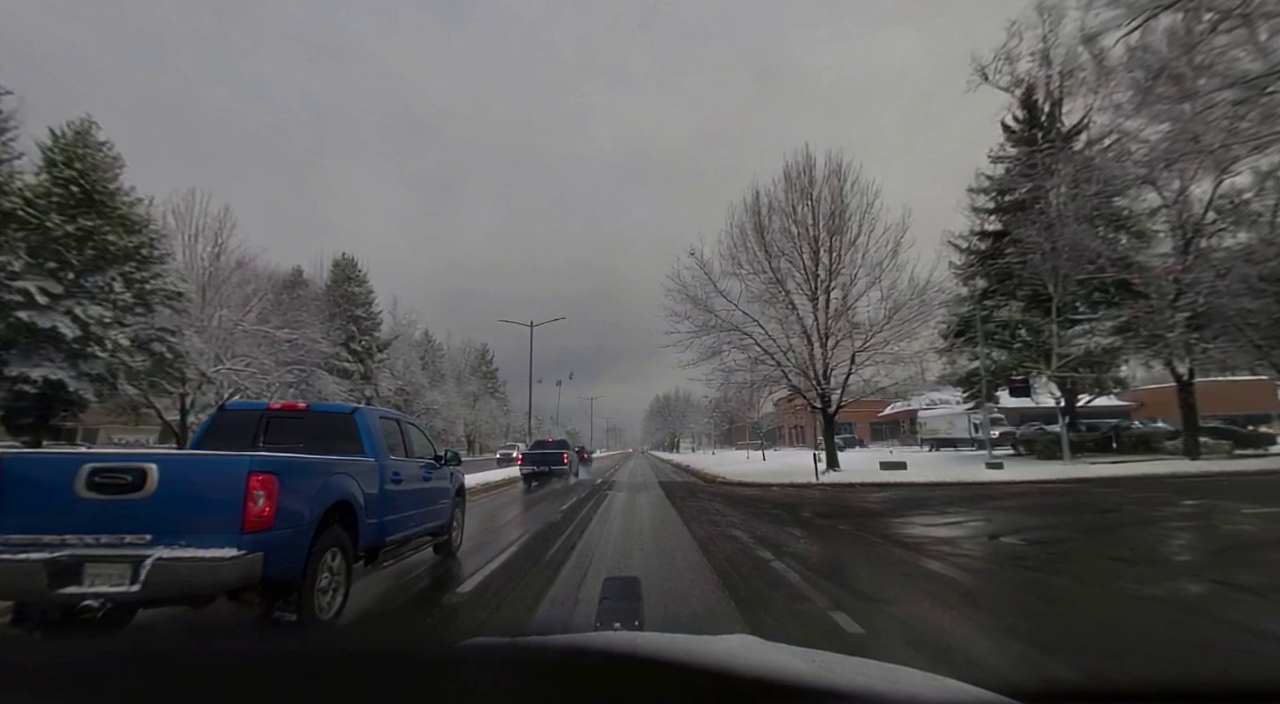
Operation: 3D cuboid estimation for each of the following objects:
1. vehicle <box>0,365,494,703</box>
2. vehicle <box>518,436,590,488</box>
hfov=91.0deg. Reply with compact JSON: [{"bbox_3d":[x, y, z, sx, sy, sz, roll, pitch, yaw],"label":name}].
[{"bbox_3d":[-3.188,1.355,6.015,2.277,1.801,5.250,0,-9,0],"label":"vehicle"},{"bbox_3d":[-3.267,4.291,24.951,2.065,1.790,5.417,0,-9,0],"label":"vehicle"}]
